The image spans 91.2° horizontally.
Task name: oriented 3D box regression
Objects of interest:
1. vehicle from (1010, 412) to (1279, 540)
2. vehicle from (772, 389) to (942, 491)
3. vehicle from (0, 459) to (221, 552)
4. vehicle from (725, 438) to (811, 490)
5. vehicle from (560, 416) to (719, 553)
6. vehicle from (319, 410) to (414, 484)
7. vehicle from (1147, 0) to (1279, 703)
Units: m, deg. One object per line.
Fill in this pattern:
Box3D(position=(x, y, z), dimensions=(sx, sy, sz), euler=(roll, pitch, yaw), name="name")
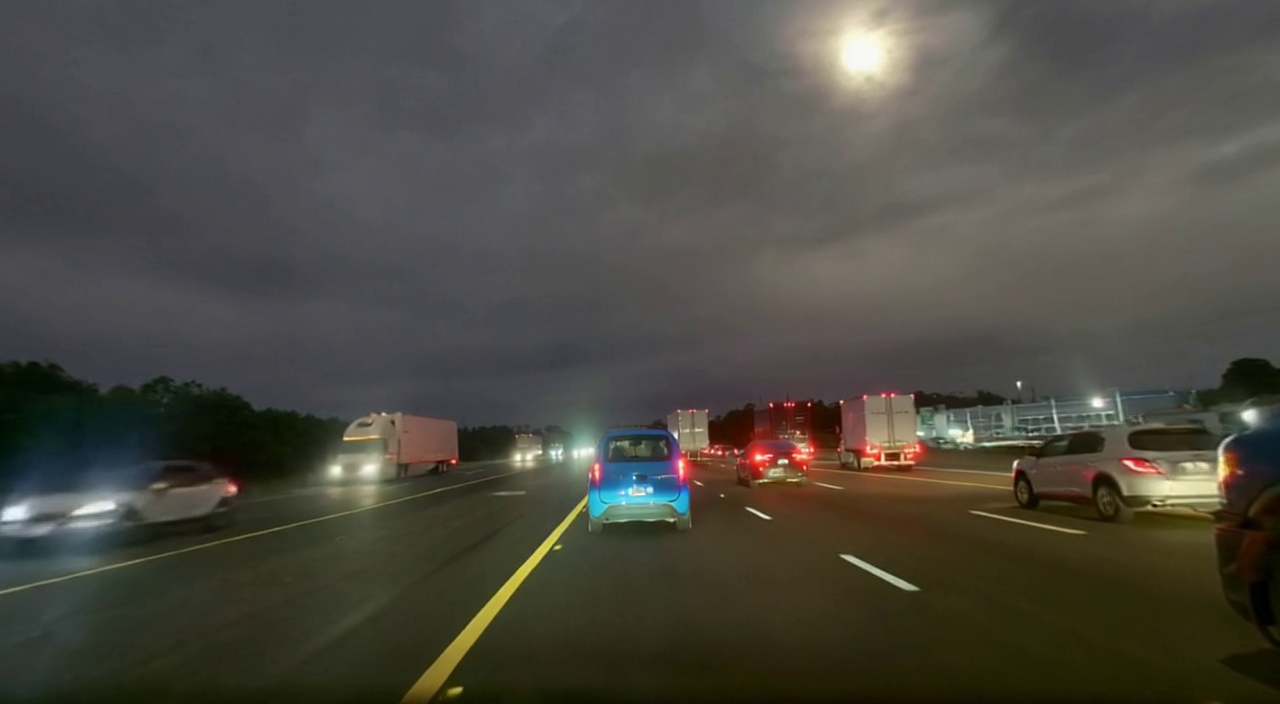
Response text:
Box3D(position=(8.491, 1.955, 10.460), dimensions=(1.913, 1.652, 4.384), euler=(0, -9, 0), name="vehicle")
Box3D(position=(7.978, 3.570, 25.133), dimensions=(2.799, 3.188, 10.578), euler=(0, -9, -1), name="vehicle")
Box3D(position=(-11.470, 3.098, 13.343), dimensions=(1.925, 1.517, 4.598), euler=(0, -9, 0), name="vehicle")
Box3D(position=(4.005, 3.564, 20.231), dimensions=(1.859, 1.512, 3.711), euler=(0, -9, -2), name="vehicle")
Box3D(position=(-0.021, 1.906, 9.556), dimensions=(1.965, 1.664, 3.428), euler=(0, -9, 0), name="vehicle")
Box3D(position=(-16.257, 5.714, 37.806), dimensions=(2.984, 4.020, 5.983), euler=(-1, -9, 0), name="vehicle")
Box3D(position=(4.250, -0.387, 0.162), dimensions=(2.987, 3.877, 5.881), euler=(0, -9, -1), name="vehicle")
